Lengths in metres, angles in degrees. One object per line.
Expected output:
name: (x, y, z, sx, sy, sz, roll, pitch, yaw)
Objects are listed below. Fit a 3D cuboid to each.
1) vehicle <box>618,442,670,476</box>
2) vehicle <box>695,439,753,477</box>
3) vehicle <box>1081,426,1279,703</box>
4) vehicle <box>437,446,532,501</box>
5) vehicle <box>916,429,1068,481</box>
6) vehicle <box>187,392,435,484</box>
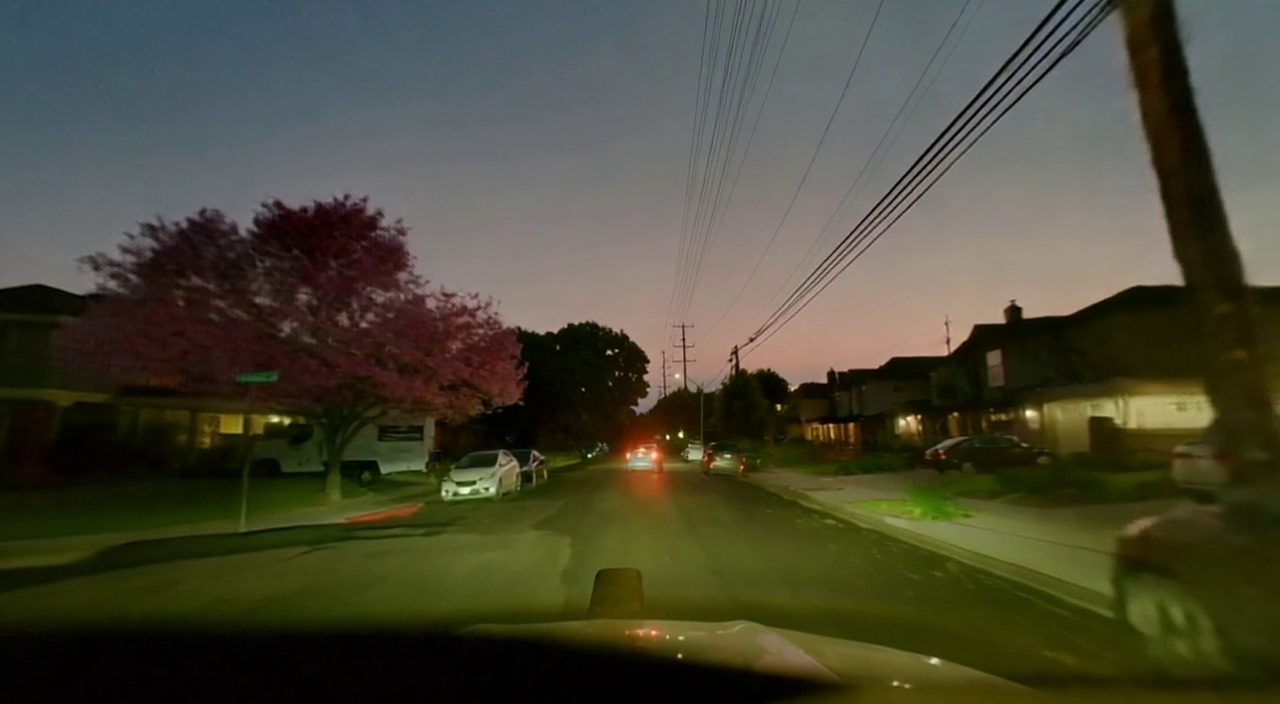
vehicle: (0.289, 4.924, 29.388, 2.075, 1.449, 4.526, -1, -8, 5)
vehicle: (3.894, 4.999, 30.069, 2.103, 1.679, 4.386, 0, -8, -1)
vehicle: (4.255, 1.036, 2.425, 2.058, 1.535, 4.323, 0, -8, 1)
vehicle: (-4.826, 3.811, 20.316, 1.874, 1.413, 4.442, 0, -7, 0)
vehicle: (12.403, 3.647, 22.518, 4.186, 1.748, 1.992, 0, -8, 1)
vehicle: (-13.001, 3.489, 25.527, 8.239, 3.354, 2.902, 1, -9, 1)
